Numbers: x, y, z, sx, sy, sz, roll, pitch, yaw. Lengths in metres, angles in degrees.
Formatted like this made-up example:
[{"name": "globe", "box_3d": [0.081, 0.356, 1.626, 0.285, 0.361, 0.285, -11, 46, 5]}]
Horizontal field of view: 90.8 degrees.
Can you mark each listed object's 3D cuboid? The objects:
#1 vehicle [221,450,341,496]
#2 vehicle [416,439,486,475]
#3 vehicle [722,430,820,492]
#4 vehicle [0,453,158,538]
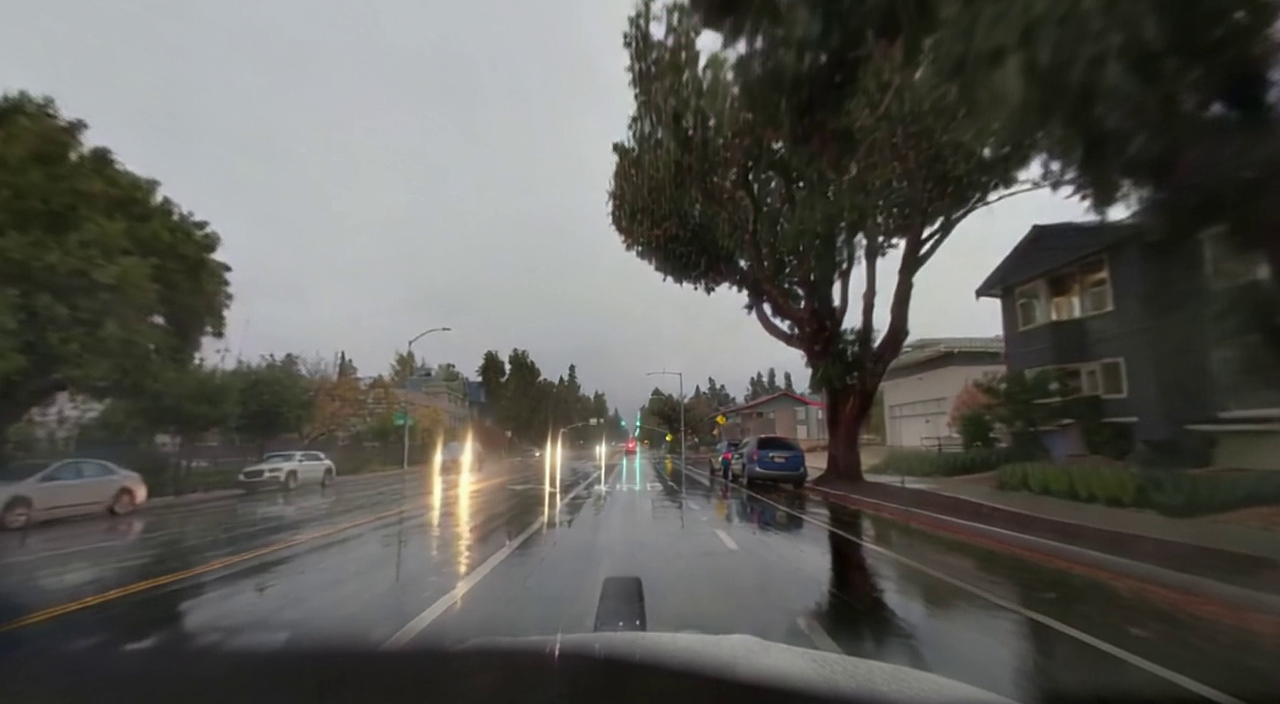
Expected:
[{"name": "vehicle", "box_3d": [-14.059, 4.720, 25.161, 1.983, 1.608, 4.699, 0, -8, 0]}, {"name": "vehicle", "box_3d": [-9.764, 5.474, 33.080, 2.252, 1.737, 4.544, 0, -8, 0]}, {"name": "vehicle", "box_3d": [4.084, 3.497, 20.661, 2.220, 1.752, 4.782, 0, -8, 0]}, {"name": "vehicle", "box_3d": [-14.036, 3.172, 14.461, 2.163, 1.641, 4.875, 0, -8, 0]}]
